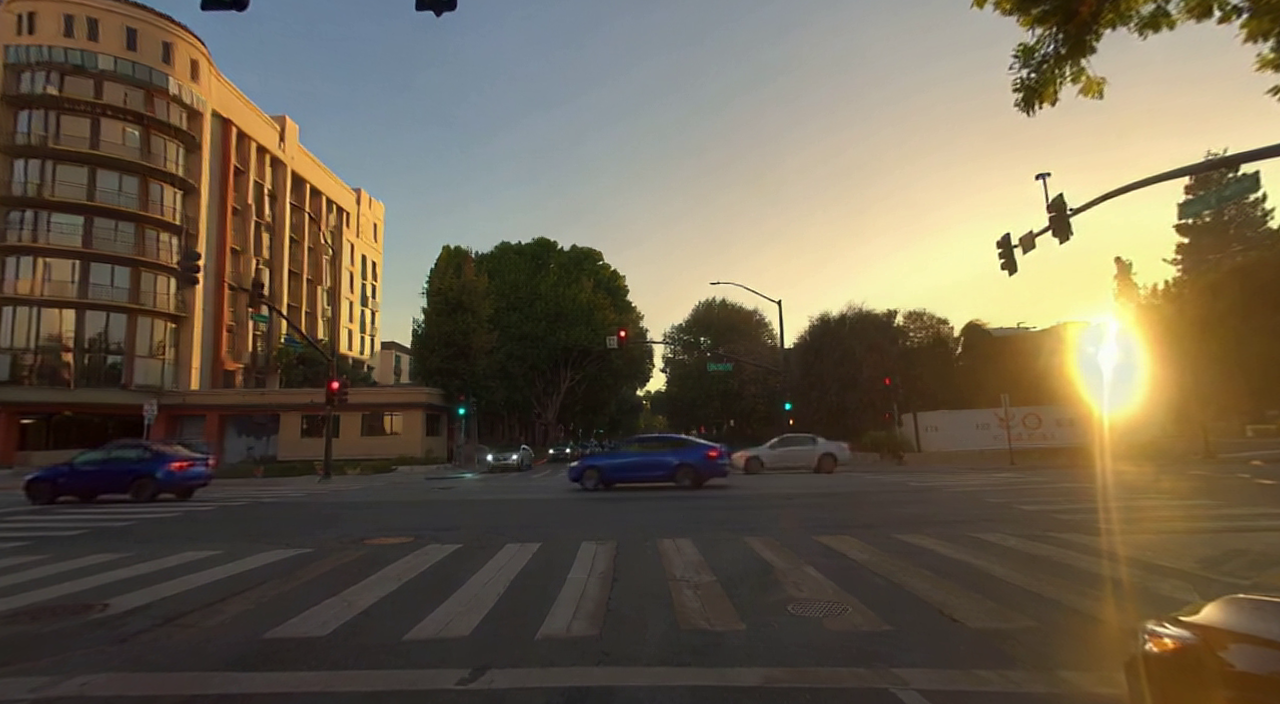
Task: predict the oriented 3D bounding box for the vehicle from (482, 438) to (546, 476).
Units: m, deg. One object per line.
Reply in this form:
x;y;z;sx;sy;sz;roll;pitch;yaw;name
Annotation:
-5.960;5.027;30.268;2.115;1.690;4.322;0;-8;1;vehicle

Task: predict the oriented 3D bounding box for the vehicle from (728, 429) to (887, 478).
5.349;3.305;20.538;4.623;1.477;1.884;0;-8;0;vehicle

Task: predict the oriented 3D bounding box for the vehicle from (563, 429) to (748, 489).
0.393;2.871;17.014;4.723;1.484;1.883;0;-8;0;vehicle

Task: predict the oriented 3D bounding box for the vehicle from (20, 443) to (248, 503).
-13.399;3.194;16.844;4.464;1.472;1.867;0;-8;0;vehicle

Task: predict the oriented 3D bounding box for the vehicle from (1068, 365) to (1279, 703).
2.886;0.679;0.833;1.947;1.576;3.825;0;-8;1;vehicle
